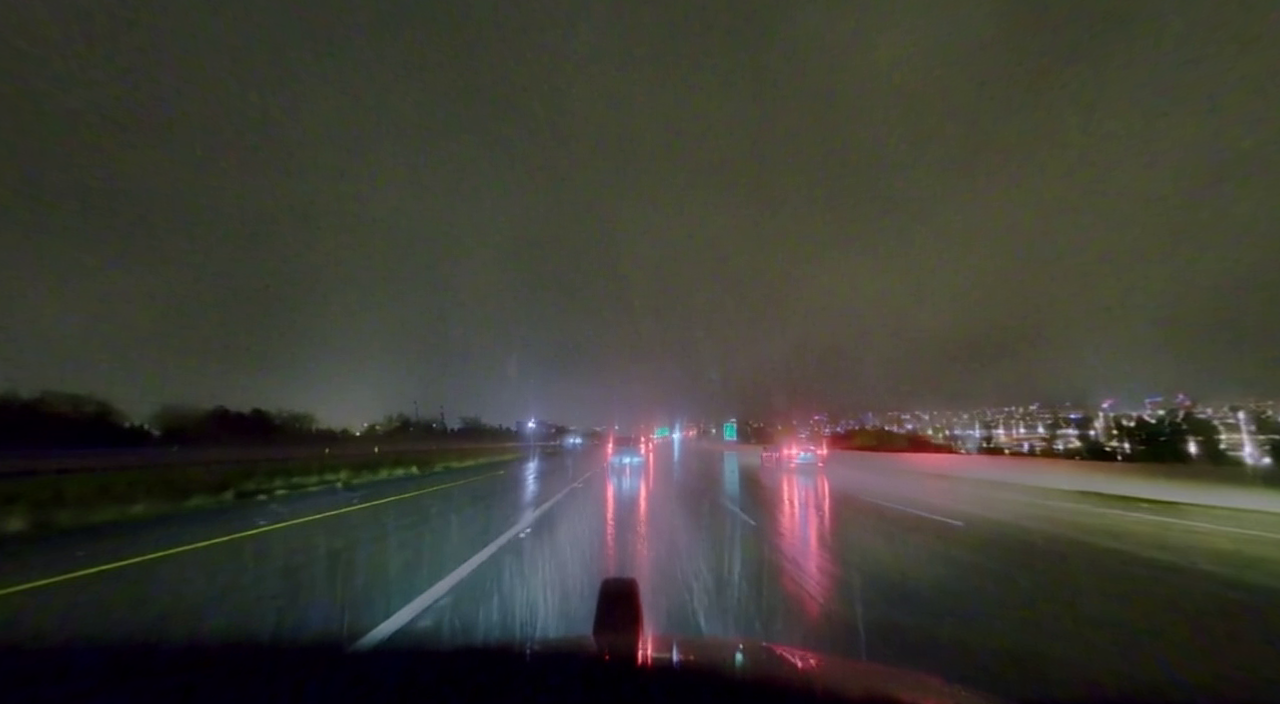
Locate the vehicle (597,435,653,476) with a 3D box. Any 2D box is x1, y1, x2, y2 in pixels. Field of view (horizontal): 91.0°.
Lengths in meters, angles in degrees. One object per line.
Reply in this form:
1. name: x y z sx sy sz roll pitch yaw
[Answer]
1. vehicle: -0.577 4.268 26.157 2.147 1.576 3.964 0 -8 0
